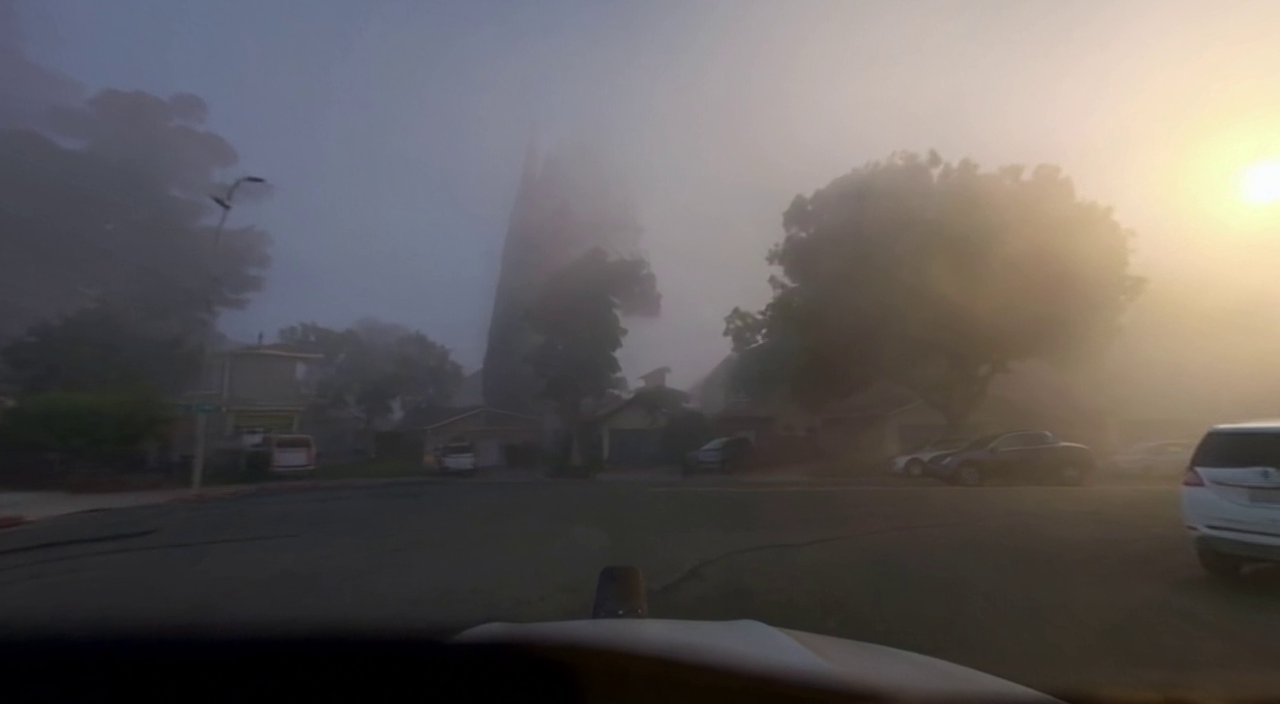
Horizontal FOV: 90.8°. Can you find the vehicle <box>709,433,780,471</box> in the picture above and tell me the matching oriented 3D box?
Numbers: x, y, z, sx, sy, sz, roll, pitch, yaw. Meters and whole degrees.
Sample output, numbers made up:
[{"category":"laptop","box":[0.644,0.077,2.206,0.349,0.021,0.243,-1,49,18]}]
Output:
[{"category":"vehicle","box":[4.947,4.856,30.685,2.160,1.695,4.183,1,-9,-9]}]

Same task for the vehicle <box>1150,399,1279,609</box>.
[{"category":"vehicle","box":[7.663,1.478,6.638,4.863,1.784,2.109,6,-10,-34]}]

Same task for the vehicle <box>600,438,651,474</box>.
[{"category":"vehicle","box":[-0.733,4.762,29.194,1.833,1.540,3.532,1,-9,-9]}]

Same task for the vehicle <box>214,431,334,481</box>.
[{"category":"vehicle","box":[-15.109,4.246,25.998,5.096,1.824,2.305,-6,-11,36]}]

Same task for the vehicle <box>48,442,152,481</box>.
[{"category":"vehicle","box":[-22.456,4.502,26.242,4.013,1.428,2.046,-5,-8,31]}]

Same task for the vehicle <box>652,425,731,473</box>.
[{"category":"vehicle","box":[2.257,4.546,29.463,2.455,2.018,5.271,2,-9,-9]}]

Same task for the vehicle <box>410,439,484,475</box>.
[{"category":"vehicle","box":[-9.050,4.857,29.373,1.932,1.518,4.343,6,-11,-35]}]

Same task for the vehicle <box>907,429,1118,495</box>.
[{"category":"vehicle","box":[10.998,3.291,19.148,5.082,1.789,1.947,-3,-9,17]}]
